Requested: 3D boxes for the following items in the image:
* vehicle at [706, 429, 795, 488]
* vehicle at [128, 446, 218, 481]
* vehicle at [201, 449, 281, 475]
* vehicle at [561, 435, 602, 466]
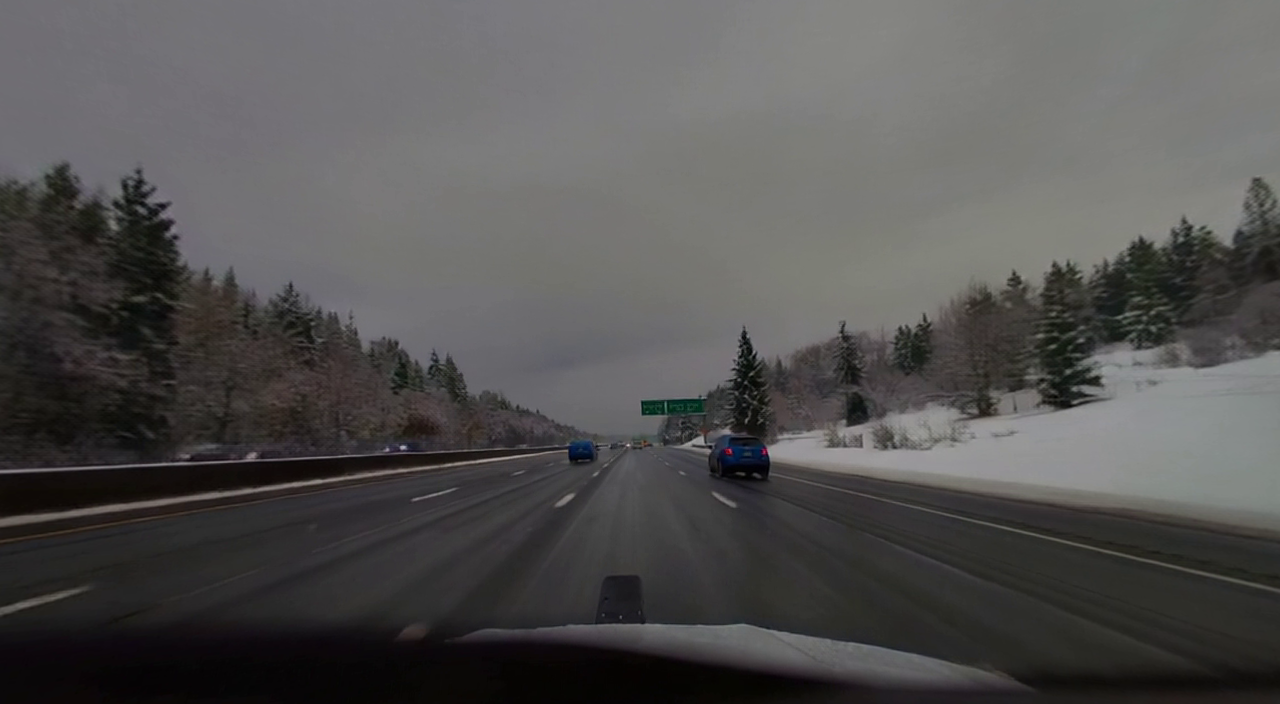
[{"bbox_3d":[3.467,3.439,20.663,2.053,1.714,4.097,0,-9,-1],"label":"vehicle"},{"bbox_3d":[-28.773,6.844,39.135,2.029,1.981,4.631,0,-9,-1],"label":"vehicle"},{"bbox_3d":[-25.162,6.954,40.061,2.172,1.535,4.471,0,-9,-1],"label":"vehicle"},{"bbox_3d":[-3.609,6.243,39.973,2.173,1.793,4.564,0,-9,0],"label":"vehicle"}]
